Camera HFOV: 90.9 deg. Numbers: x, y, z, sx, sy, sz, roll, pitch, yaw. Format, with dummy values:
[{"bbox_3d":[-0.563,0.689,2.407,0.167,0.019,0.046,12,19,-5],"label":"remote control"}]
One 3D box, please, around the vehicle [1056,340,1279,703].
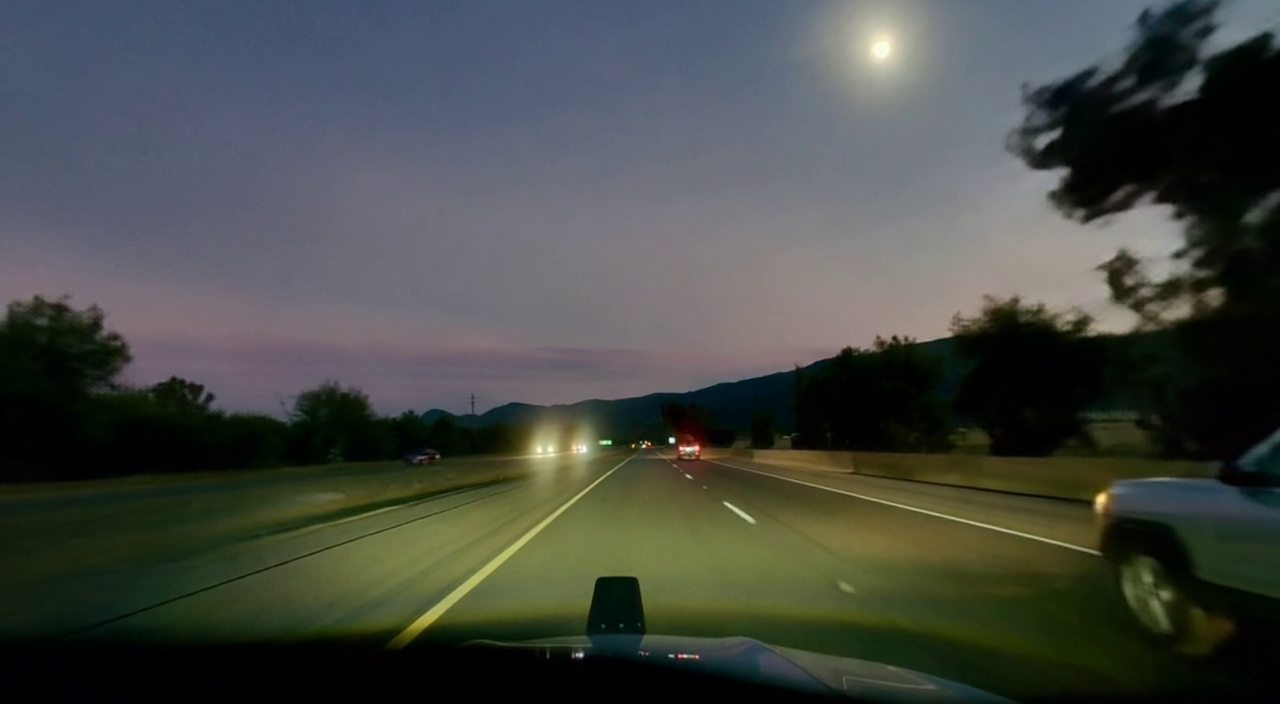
[{"bbox_3d":[3.936,0.656,1.500,2.070,1.799,5.584,0,-8,0],"label":"vehicle"}]
